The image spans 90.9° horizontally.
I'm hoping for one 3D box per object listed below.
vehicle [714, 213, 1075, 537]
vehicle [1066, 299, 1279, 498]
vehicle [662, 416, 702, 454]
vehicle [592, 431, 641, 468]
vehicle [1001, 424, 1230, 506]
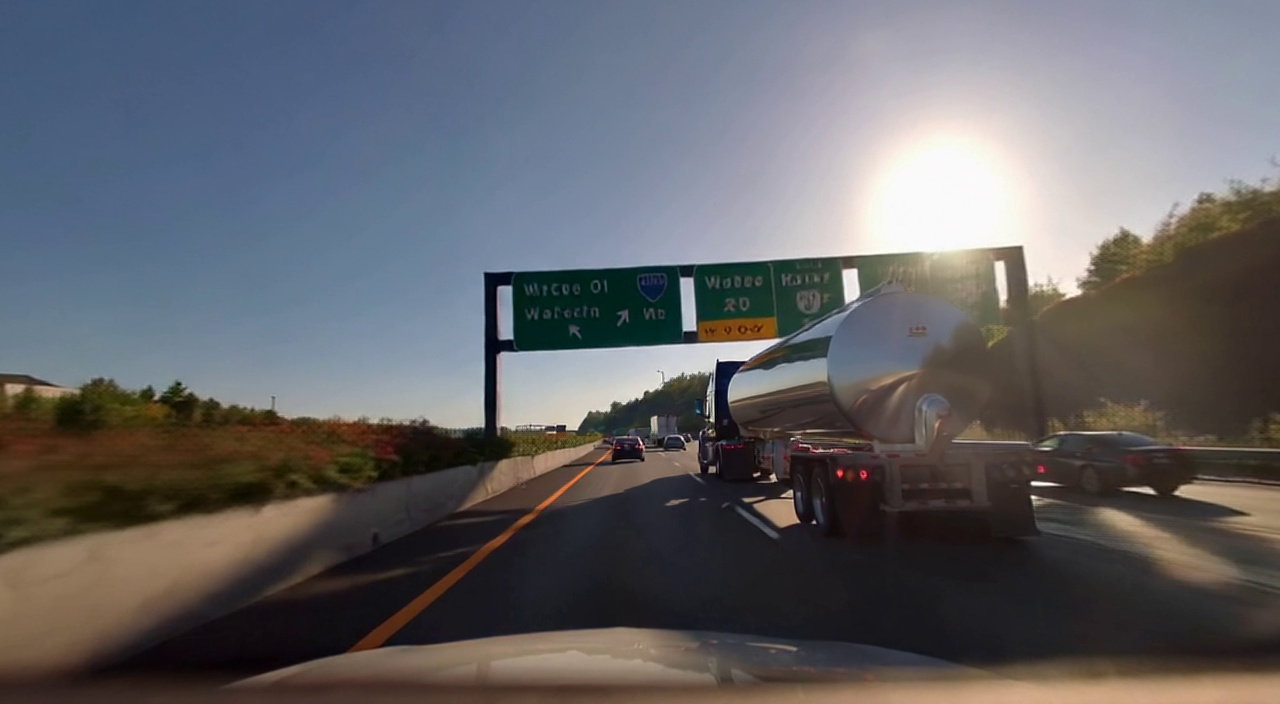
[{"bbox_3d":[3.558,0.836,12.206,2.826,3.905,9.262,0,-8,-2],"label":"vehicle"},{"bbox_3d":[14.716,1.076,13.947,2.878,4.124,10.050,0,-8,-4],"label":"vehicle"},{"bbox_3d":[3.175,6.427,48.723,2.475,2.782,4.986,0,-8,-3],"label":"vehicle"},{"bbox_3d":[-0.987,4.253,27.646,2.000,1.510,3.518,0,-8,-1],"label":"vehicle"},{"bbox_3d":[9.858,2.334,13.531,1.739,1.471,3.889,0,-8,-3],"label":"vehicle"}]
